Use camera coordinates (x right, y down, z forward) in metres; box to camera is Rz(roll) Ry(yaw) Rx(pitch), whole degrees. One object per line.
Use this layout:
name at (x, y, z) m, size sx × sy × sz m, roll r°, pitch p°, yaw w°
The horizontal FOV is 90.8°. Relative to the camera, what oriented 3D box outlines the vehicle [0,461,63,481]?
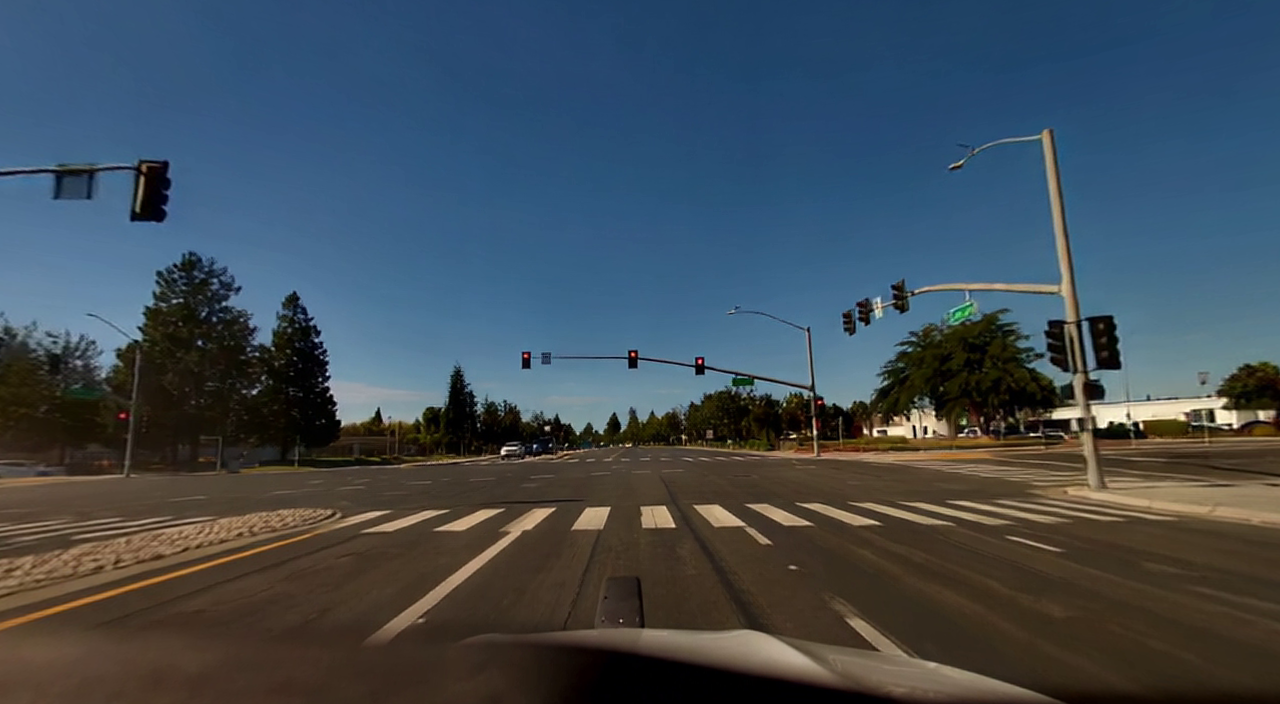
vehicle at (-47.570, 9.221, 48.936) m, size 1.619 × 1.394 × 3.818 m, roll -5°, pitch -10°, yaw 28°
